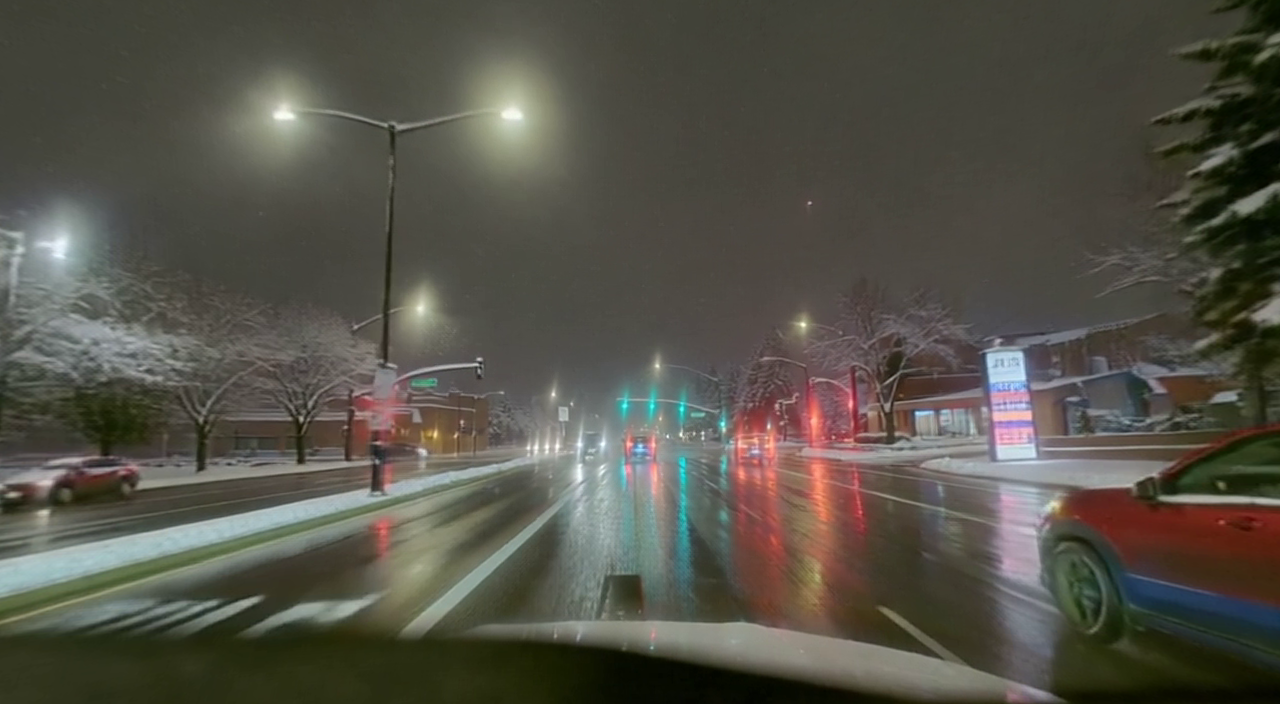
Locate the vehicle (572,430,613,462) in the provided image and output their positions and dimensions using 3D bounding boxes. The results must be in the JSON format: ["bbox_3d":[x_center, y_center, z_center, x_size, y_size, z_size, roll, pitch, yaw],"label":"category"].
[{"bbox_3d":[-2.791,5.740,38.499,2.064,1.825,4.760,0,-8,1],"label":"vehicle"}]

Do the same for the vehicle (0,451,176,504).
[{"bbox_3d":[-18.069,4.060,20.901,1.865,1.460,4.693,0,-8,-1],"label":"vehicle"}]

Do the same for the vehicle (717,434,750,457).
[{"bbox_3d":[7.212,7.303,49.144,1.894,1.693,4.110,0,-8,-1],"label":"vehicle"}]

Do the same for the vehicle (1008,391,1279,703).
[{"bbox_3d":[3.742,0.875,2.504,1.861,1.473,4.393,0,-8,-1],"label":"vehicle"}]

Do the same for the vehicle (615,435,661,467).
[{"bbox_3d":[-0.092,4.884,31.271,2.097,1.480,4.006,0,-8,0],"label":"vehicle"}]

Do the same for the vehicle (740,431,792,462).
[{"bbox_3d":[7.375,5.599,37.444,2.068,1.731,4.752,0,-8,-1],"label":"vehicle"}]
